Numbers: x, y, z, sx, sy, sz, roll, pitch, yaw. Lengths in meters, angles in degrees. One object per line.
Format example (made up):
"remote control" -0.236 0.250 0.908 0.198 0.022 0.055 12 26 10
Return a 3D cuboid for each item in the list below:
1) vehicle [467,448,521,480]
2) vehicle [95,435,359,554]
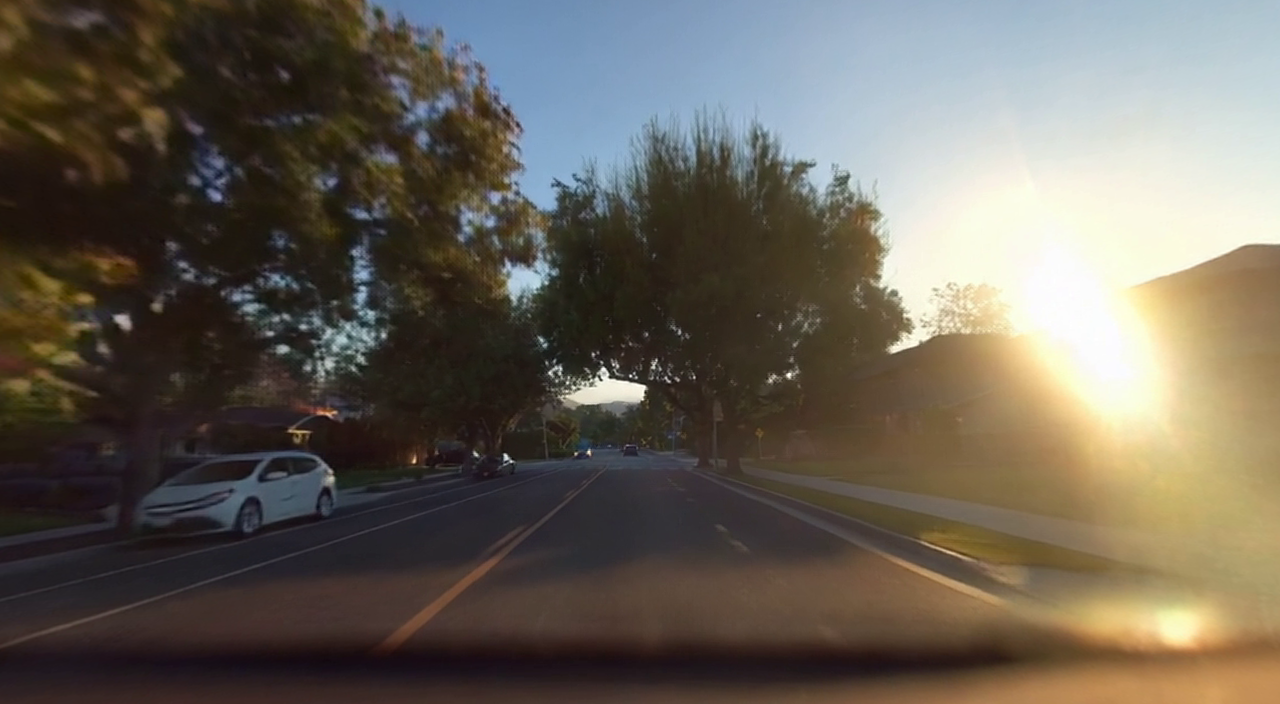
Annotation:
"vehicle" -7.970 6.109 34.766 1.880 1.469 4.221 -5 -9 1
"vehicle" -7.795 2.666 12.685 2.122 1.739 4.770 -5 -8 0
